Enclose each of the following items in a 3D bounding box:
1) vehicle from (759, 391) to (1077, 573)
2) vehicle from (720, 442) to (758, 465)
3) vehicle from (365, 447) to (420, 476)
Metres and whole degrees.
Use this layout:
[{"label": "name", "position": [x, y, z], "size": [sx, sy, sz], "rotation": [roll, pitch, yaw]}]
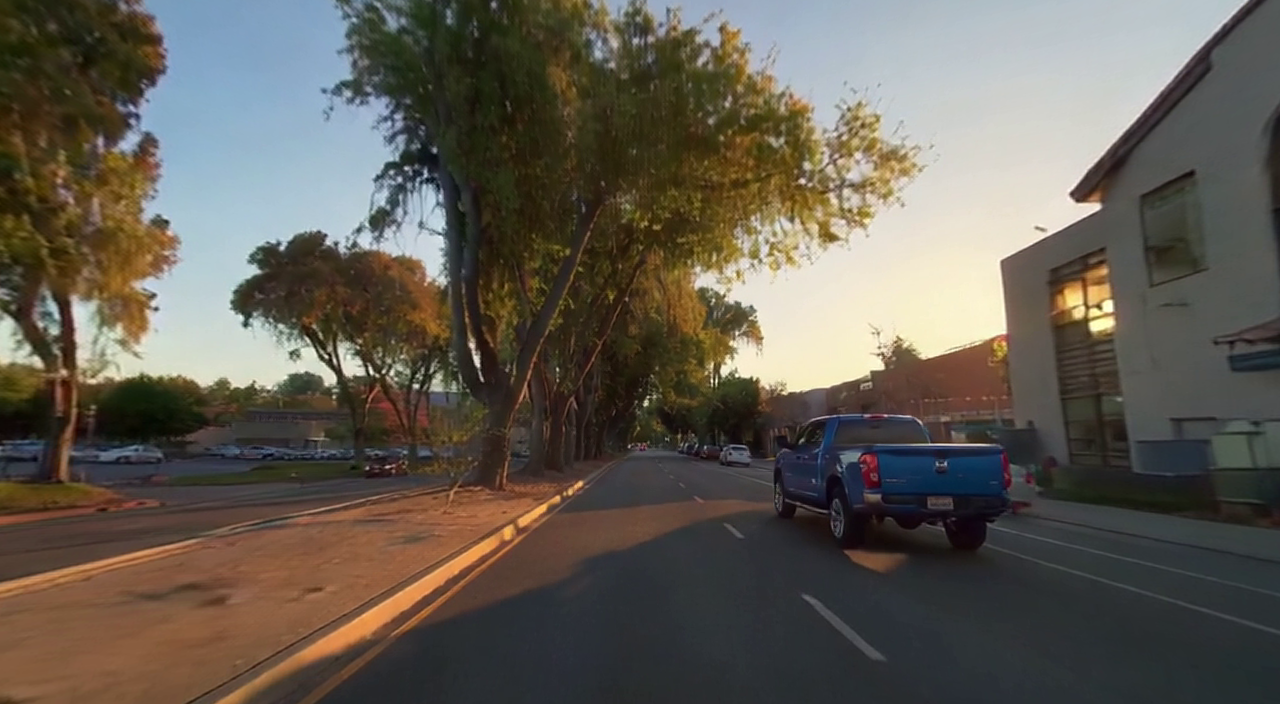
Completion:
[{"label": "vehicle", "position": [3.325, 1.707, 9.124], "size": [2.085, 1.828, 5.383], "rotation": [0, -8, -1]}, {"label": "vehicle", "position": [7.270, 7.468, 46.516], "size": [1.863, 1.588, 4.670], "rotation": [0, -8, -3]}, {"label": "vehicle", "position": [-16.048, 7.122, 41.071], "size": [1.913, 1.734, 4.357], "rotation": [0, -8, -2]}]
